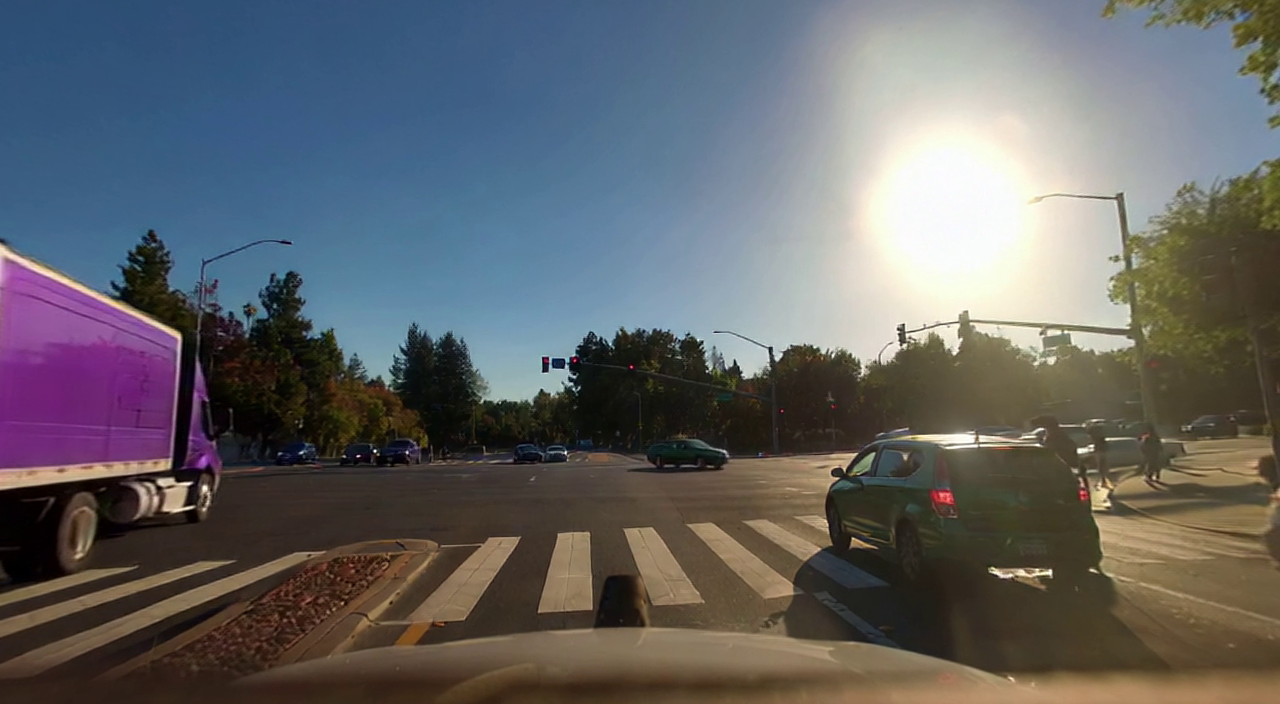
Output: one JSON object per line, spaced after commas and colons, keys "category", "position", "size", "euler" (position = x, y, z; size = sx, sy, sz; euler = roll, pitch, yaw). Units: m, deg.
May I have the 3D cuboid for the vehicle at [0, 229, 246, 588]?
{"category": "vehicle", "position": [-8.131, 0.843, 8.230], "size": [3.112, 3.230, 6.726], "euler": [2, -8, -15]}

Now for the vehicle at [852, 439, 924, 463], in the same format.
{"category": "vehicle", "position": [17.162, 6.821, 43.701], "size": [4.524, 1.560, 2.052], "euler": [4, -10, -28]}

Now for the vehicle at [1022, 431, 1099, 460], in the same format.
{"category": "vehicle", "position": [28.313, 6.293, 42.488], "size": [4.662, 1.840, 2.055], "euler": [4, -10, -26]}

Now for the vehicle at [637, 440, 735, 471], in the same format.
{"category": "vehicle", "position": [2.250, 5.150, 31.578], "size": [4.487, 1.415, 1.911], "euler": [-6, -10, 33]}

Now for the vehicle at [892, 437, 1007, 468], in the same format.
{"category": "vehicle", "position": [15.661, 5.094, 32.080], "size": [4.911, 1.504, 2.109], "euler": [2, -9, -11]}

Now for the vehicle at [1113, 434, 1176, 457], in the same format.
{"category": "vehicle", "position": [38.656, 7.152, 48.391], "size": [4.122, 1.682, 1.930], "euler": [4, -9, -25]}

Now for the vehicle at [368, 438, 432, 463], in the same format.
{"category": "vehicle", "position": [-17.386, 7.155, 45.996], "size": [2.189, 1.753, 4.785], "euler": [-2, -9, 9]}

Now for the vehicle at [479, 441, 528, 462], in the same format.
{"category": "vehicle", "position": [-10.144, 7.466, 47.405], "size": [2.097, 1.484, 4.596], "euler": [-1, -9, 8]}

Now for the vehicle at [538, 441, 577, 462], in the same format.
{"category": "vehicle", "position": [-6.249, 7.581, 48.238], "size": [2.086, 1.487, 4.846], "euler": [-1, -9, 3]}

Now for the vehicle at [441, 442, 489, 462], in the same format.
{"category": "vehicle", "position": [-13.179, 7.587, 47.856], "size": [1.845, 1.426, 4.289], "euler": [-1, -9, 8]}

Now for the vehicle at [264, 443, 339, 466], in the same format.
{"category": "vehicle", "position": [-21.831, 6.637, 40.995], "size": [1.859, 1.415, 4.591], "euler": [-1, -9, 8]}
